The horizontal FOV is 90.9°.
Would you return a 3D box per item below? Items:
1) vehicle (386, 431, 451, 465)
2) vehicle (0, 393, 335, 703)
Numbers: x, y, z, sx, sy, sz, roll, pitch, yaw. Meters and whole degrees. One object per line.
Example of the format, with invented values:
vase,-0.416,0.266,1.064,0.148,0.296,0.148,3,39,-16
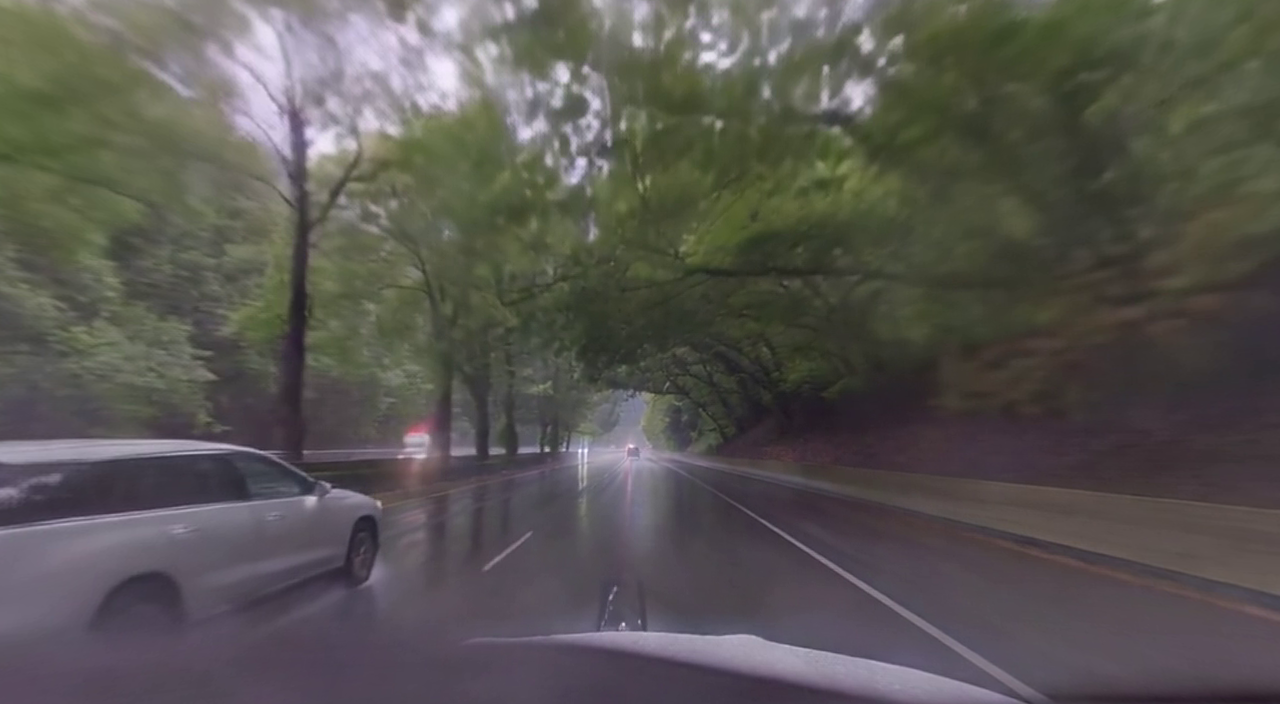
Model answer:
vehicle,-12.584,5.494,36.175,2.006,1.802,4.720,0,-9,0
vehicle,-3.439,0.981,2.753,1.977,1.520,4.361,0,-9,1
